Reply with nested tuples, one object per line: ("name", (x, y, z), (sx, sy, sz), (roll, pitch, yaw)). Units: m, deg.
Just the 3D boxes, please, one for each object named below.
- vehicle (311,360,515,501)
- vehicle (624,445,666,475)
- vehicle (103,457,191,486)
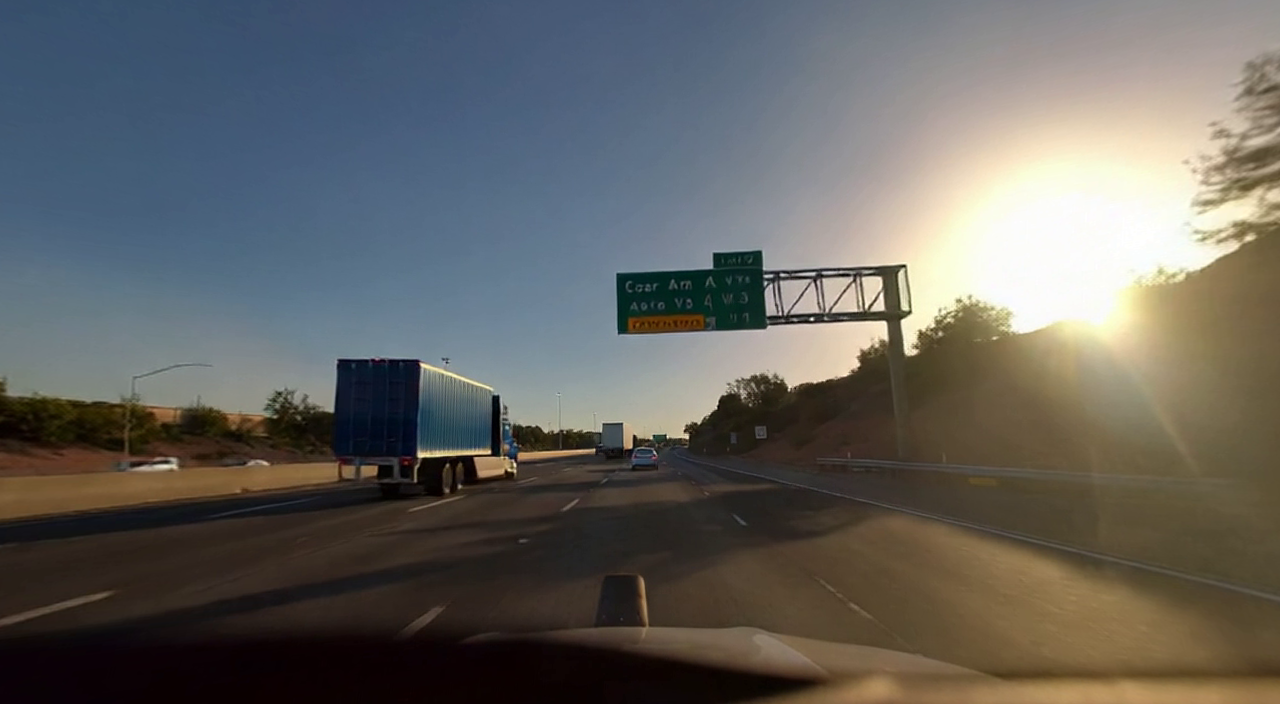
("vehicle", (-7.217, 2.942, 22.630), (3.067, 3.804, 11.136), (0, -9, 1))
("vehicle", (0.224, 5.710, 33.478), (2.066, 1.469, 4.050), (0, -9, -1))
("vehicle", (-31.201, 7.557, 40.044), (1.878, 1.613, 4.488), (-1, -9, 2))
